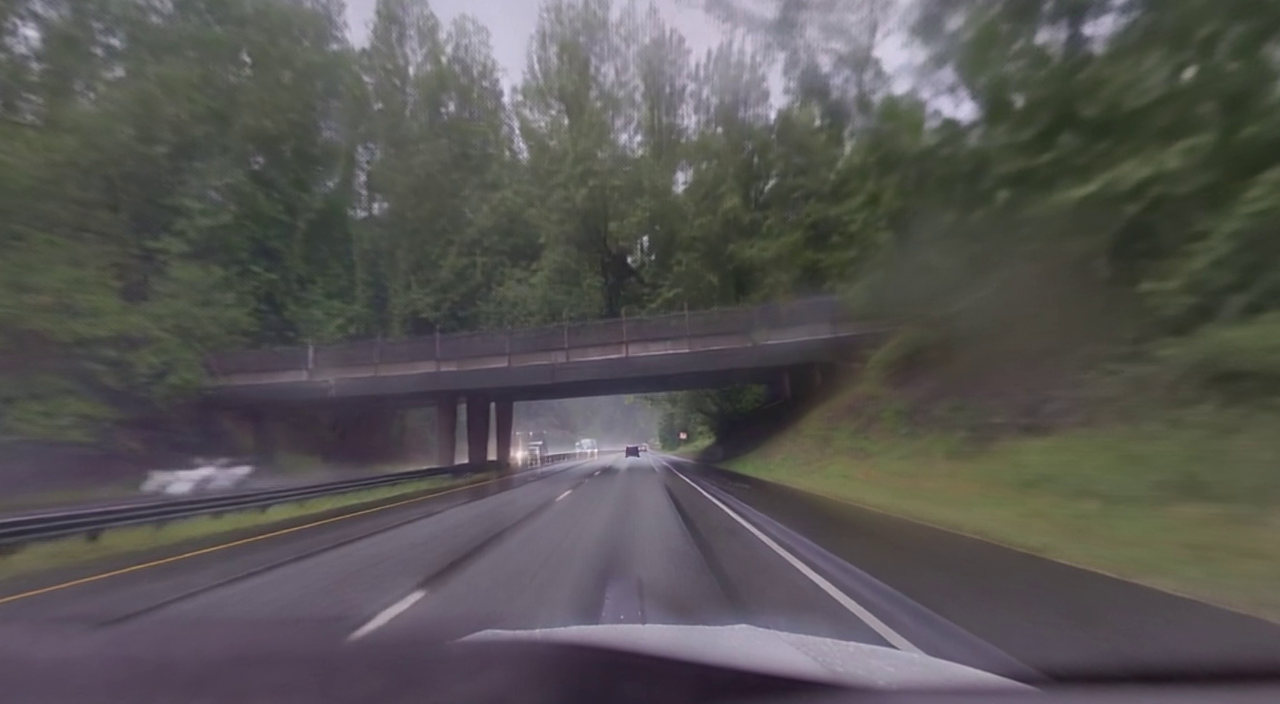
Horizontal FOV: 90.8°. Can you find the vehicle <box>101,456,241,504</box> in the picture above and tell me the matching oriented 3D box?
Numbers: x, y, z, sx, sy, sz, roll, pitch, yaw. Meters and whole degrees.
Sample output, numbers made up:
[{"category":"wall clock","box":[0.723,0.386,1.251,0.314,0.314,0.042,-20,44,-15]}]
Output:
[{"category":"vehicle","box":[-16.793,4.571,22.899,1.833,1.476,4.198,0,-9,0]}]
